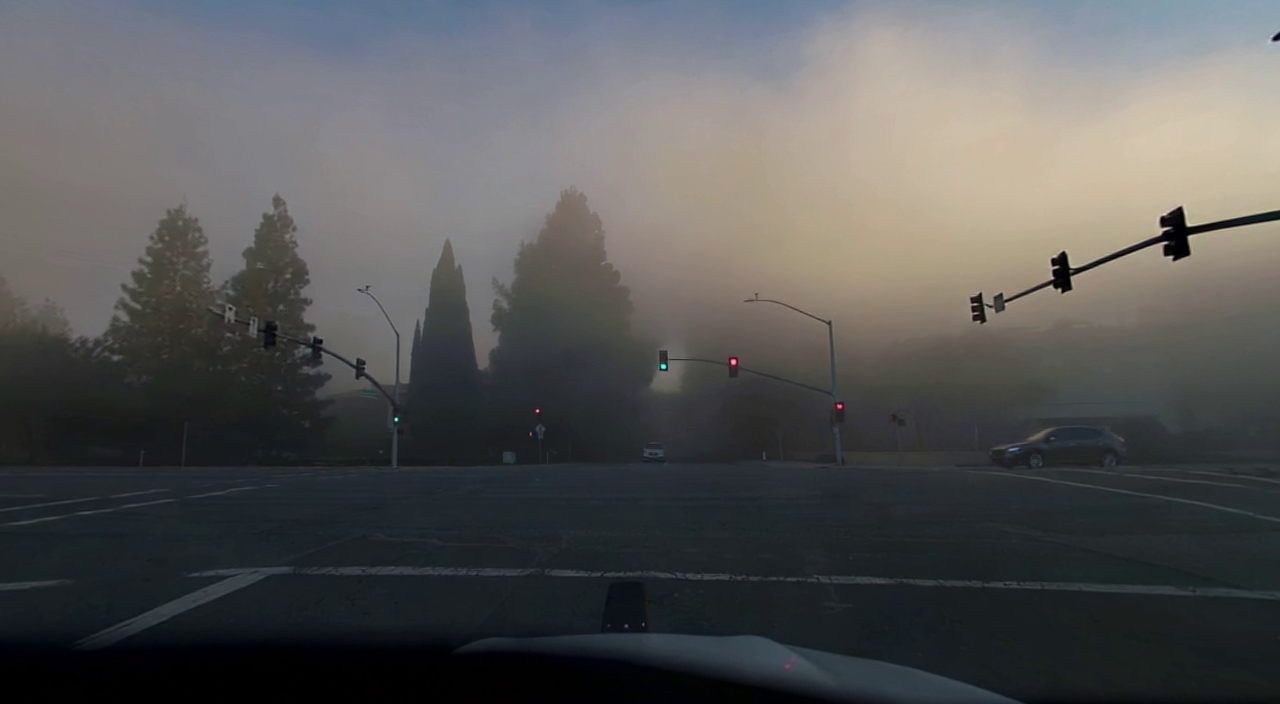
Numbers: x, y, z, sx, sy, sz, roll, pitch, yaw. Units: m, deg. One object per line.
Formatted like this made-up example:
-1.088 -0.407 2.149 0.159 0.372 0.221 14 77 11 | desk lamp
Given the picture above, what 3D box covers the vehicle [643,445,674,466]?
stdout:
1.307 7.614 46.455 2.132 1.449 4.235 0 -9 0 | vehicle
